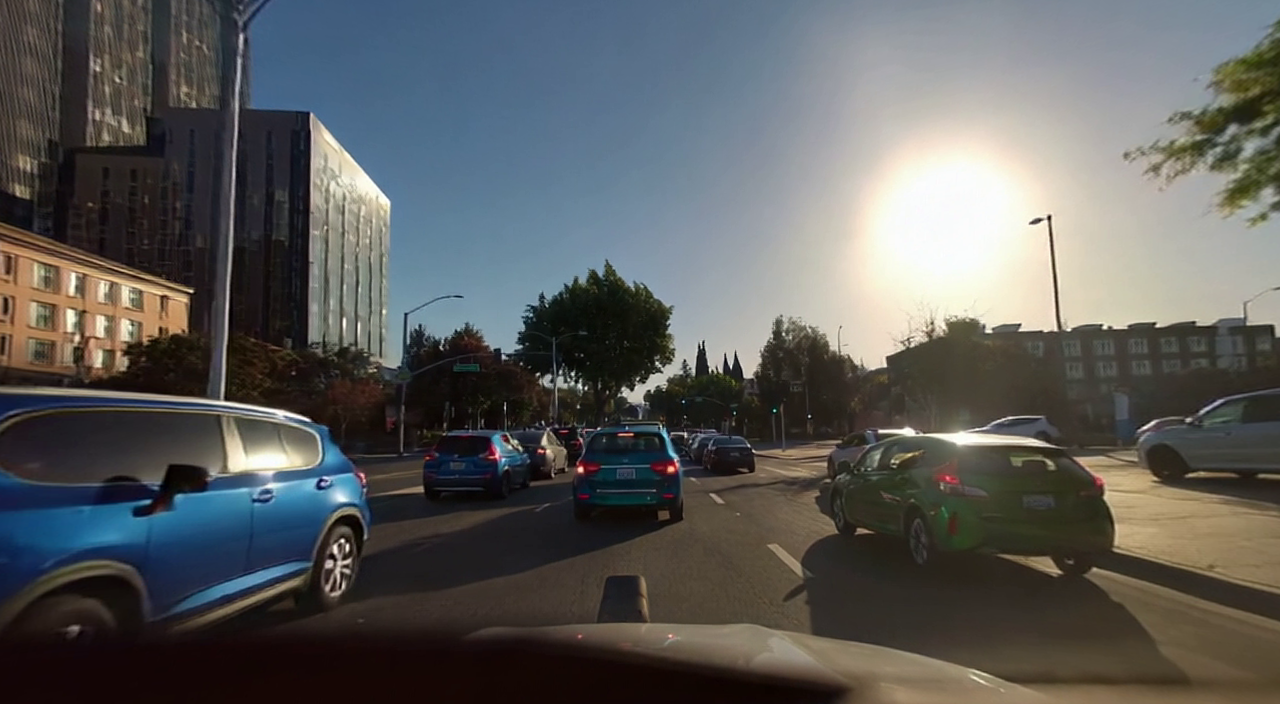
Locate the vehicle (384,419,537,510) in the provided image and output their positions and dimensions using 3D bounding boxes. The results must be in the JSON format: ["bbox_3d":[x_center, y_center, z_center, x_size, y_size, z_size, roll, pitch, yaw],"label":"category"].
[{"bbox_3d":[-3.728,2.420,13.969,2.012,1.701,4.316,0,-8,1],"label":"vehicle"}]

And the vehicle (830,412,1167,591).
[{"bbox_3d":[3.738,1.595,7.523,1.847,1.554,3.885,0,-8,3],"label":"vehicle"}]

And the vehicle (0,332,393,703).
[{"bbox_3d":[-3.440,0.991,3.796,2.047,1.710,4.314,0,-8,1],"label":"vehicle"}]

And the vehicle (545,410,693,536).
[{"bbox_3d":[-0.241,1.945,10.677,2.022,1.700,4.084,0,-8,1],"label":"vehicle"}]

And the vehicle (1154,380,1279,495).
[{"bbox_3d":[12.498,1.506,11.085,4.991,1.978,2.090,-8,-11,43],"label":"vehicle"}]

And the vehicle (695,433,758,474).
[{"bbox_3d":[3.349,4.017,25.066,1.948,1.475,4.093,0,-8,0],"label":"vehicle"}]
